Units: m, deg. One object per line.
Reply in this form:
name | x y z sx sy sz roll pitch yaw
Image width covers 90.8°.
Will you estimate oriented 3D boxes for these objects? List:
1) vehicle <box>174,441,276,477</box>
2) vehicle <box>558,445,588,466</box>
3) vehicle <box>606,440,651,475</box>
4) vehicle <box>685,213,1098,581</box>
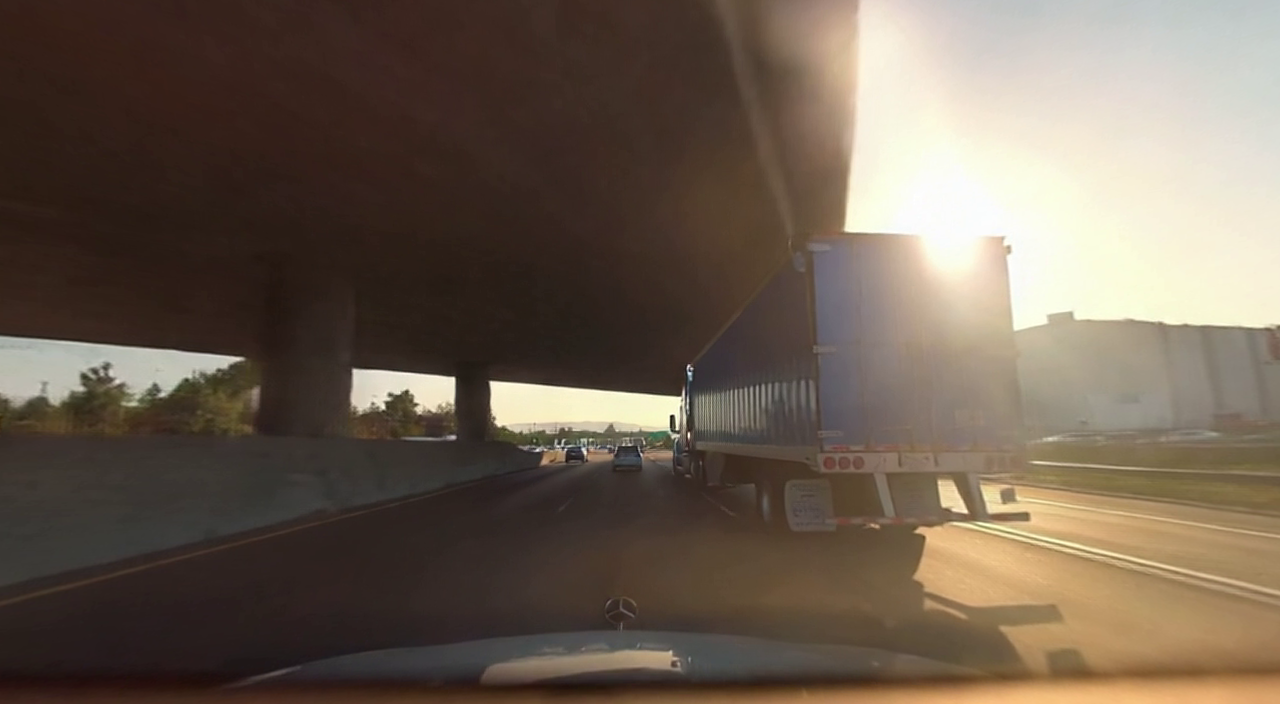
vehicle | -20.529 5.316 31.531 2.103 1.665 4.517 0 -9 -1
vehicle | -5.150 8.011 49.050 1.995 1.491 4.317 0 -9 -2
vehicle | -0.606 5.425 32.747 2.191 1.685 4.015 0 -9 -1
vehicle | 3.295 1.633 14.974 2.996 4.123 15.965 0 -9 -1
